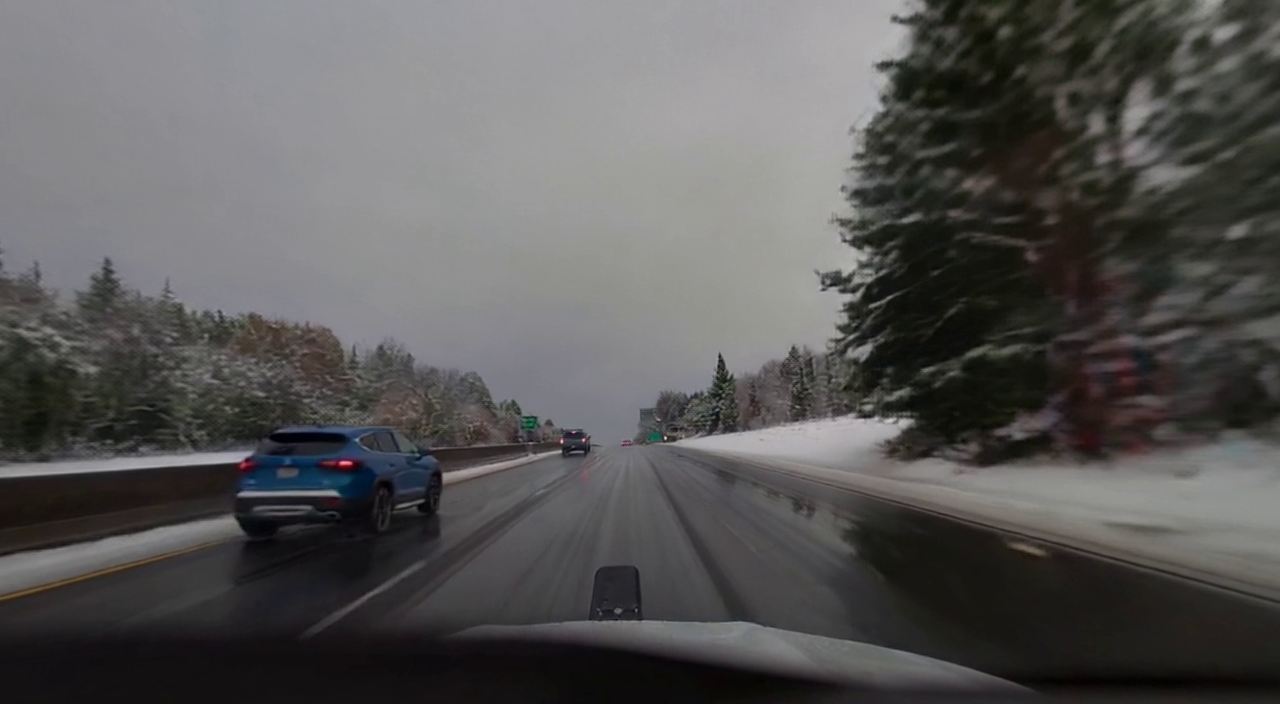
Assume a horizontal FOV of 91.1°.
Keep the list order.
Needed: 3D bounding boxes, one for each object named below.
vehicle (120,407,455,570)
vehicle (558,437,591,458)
[{"bbox_3d":[-4.263,1.695,8.745,2.070,1.647,4.577,0,-8,-1],"label":"vehicle"},{"bbox_3d":[-4.798,7.080,46.737,2.063,1.496,4.225,0,-8,-1],"label":"vehicle"}]
